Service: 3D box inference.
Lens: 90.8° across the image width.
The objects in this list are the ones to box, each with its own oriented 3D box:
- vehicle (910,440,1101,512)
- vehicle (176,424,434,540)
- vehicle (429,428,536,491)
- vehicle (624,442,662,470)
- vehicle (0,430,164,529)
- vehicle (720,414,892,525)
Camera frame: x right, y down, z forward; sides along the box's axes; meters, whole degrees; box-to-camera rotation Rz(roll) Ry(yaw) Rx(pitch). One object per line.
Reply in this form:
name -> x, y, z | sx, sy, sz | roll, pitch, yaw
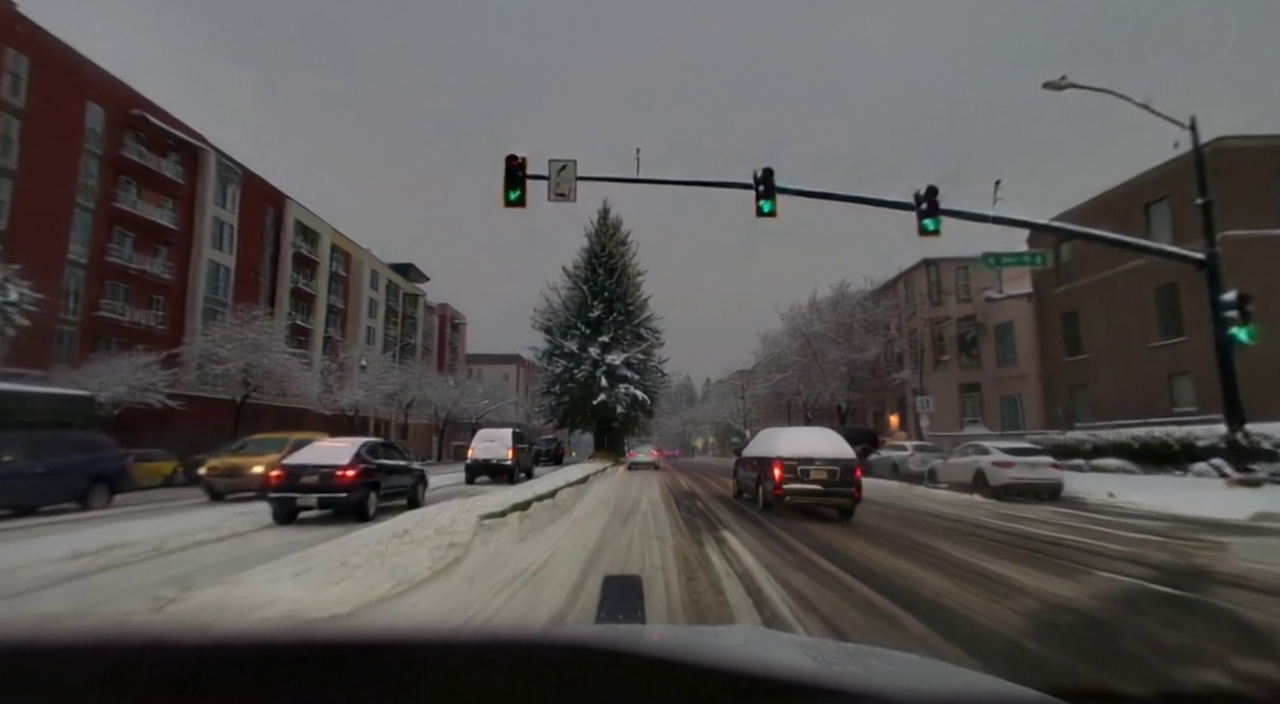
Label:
vehicle -> 9.081, 3.072, 16.368 | 1.962, 1.542, 4.999 | 0, -8, 0
vehicle -> -5.529, 2.217, 11.399 | 2.062, 1.532, 4.830 | -2, -9, 0
vehicle -> -4.980, 3.484, 20.853 | 2.275, 1.816, 4.923 | 0, -8, 0
vehicle -> 0.122, 6.044, 36.939 | 2.059, 1.492, 4.033 | 0, -8, -1
vehicle -> -11.732, 2.303, 11.657 | 2.001, 1.638, 4.980 | 0, -8, 0
vehicle -> 3.116, 2.332, 13.147 | 2.129, 1.844, 4.767 | 0, -8, -2
